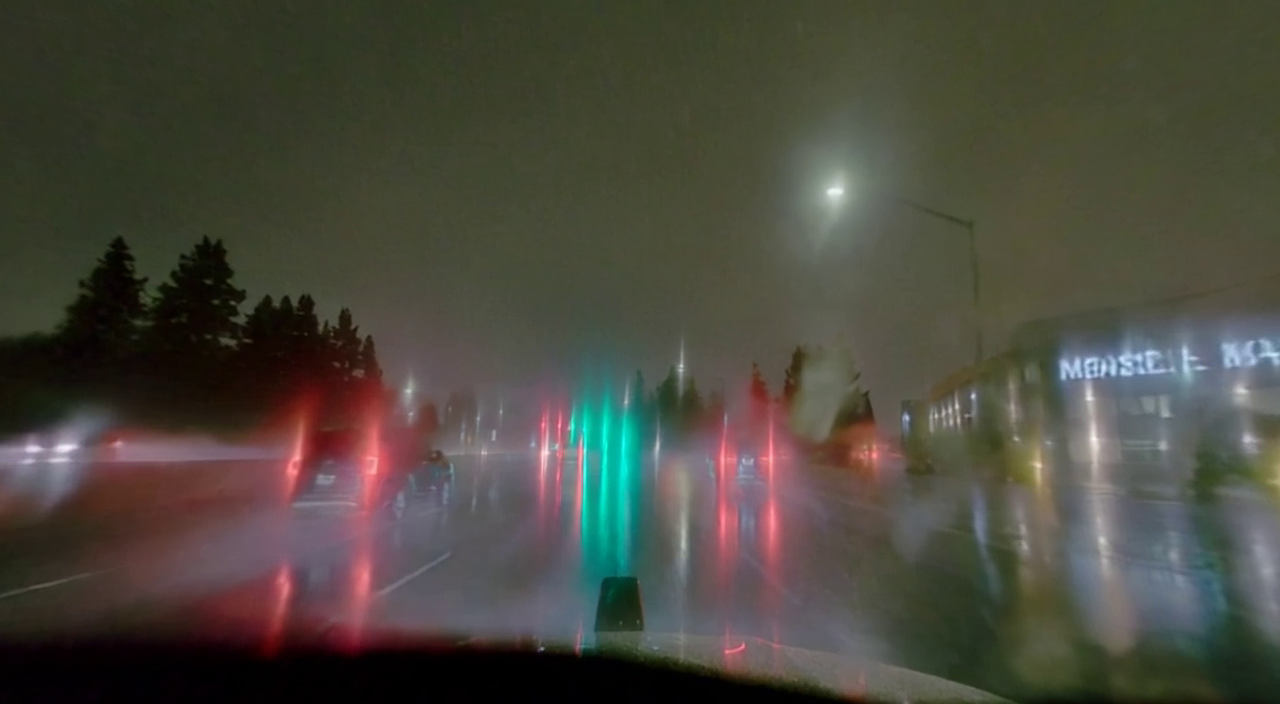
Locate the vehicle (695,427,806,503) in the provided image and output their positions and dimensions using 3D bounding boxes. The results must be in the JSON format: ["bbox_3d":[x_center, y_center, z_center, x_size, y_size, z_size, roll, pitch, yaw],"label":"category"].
[{"bbox_3d":[2.672,2.861,16.409,1.997,1.686,4.247,0,-8,-2],"label":"vehicle"}]

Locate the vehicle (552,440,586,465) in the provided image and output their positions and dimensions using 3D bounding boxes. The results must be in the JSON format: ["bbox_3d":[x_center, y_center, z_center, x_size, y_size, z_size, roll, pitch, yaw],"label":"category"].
[{"bbox_3d":[-5.268,7.571,47.675,2.160,1.794,4.646,0,-8,-2],"label":"vehicle"}]

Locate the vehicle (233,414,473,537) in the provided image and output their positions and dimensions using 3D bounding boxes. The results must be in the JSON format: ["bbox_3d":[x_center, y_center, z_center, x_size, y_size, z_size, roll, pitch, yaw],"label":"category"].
[{"bbox_3d":[-4.804,2.144,11.607,2.176,1.779,4.755,0,-8,0],"label":"vehicle"}]

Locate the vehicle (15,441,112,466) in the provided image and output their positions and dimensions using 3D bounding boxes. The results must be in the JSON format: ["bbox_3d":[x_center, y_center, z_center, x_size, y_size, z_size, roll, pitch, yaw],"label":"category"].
[{"bbox_3d":[-35.186,6.183,38.733,1.825,1.450,4.300,0,-8,1],"label":"vehicle"}]
